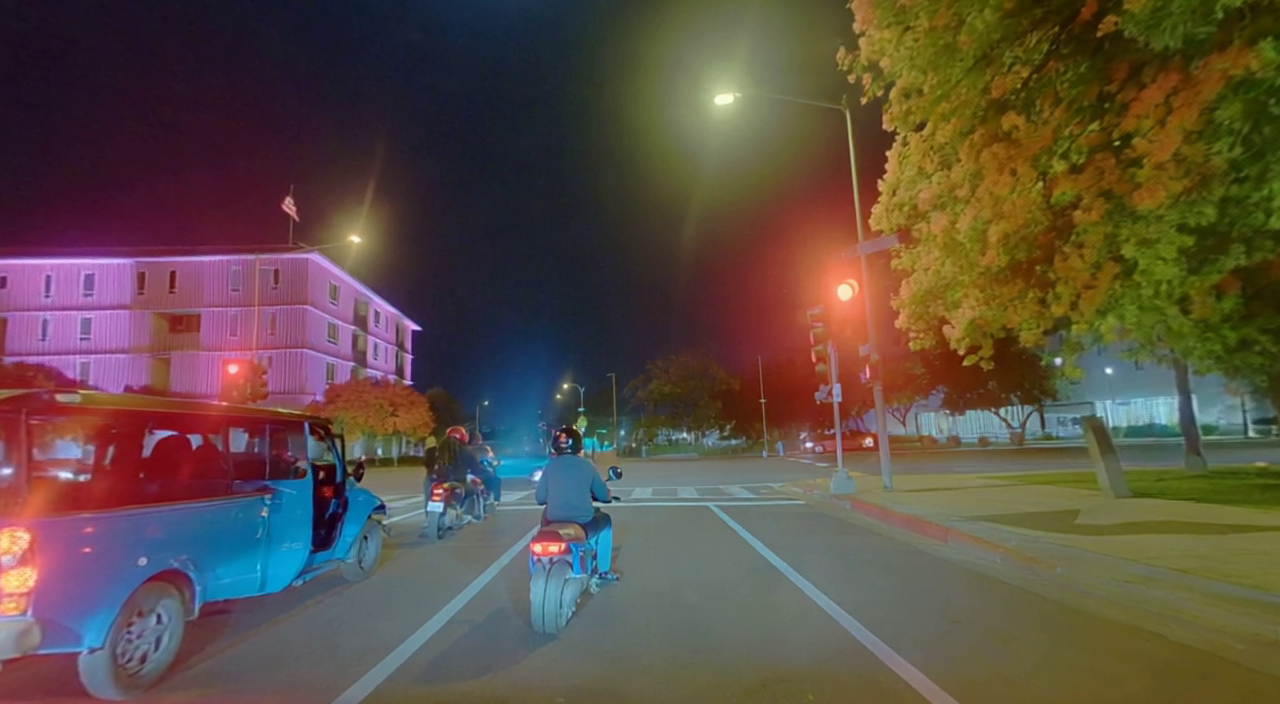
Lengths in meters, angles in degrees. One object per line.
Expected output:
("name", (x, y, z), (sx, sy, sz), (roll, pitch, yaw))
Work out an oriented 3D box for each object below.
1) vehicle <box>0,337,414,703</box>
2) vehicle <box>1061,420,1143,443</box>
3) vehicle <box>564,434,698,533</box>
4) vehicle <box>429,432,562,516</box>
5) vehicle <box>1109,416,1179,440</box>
("vehicle", (-3.582, 1.169, 4.626), (2.000, 1.809, 4.855), (0, -9, 1))
("vehicle", (30.826, 5.334, 42.113), (1.751, 1.420, 4.027), (8, -12, -43))
("vehicle", (-0.099, 2.302, 11.622), (2.025, 1.458, 4.085), (-1, -9, 1))
("vehicle", (-3.098, 2.711, 14.451), (1.935, 1.615, 4.073), (-1, -9, 2))
("vehicle", (37.052, 5.611, 46.378), (1.716, 1.543, 3.682), (8, -12, -41))
